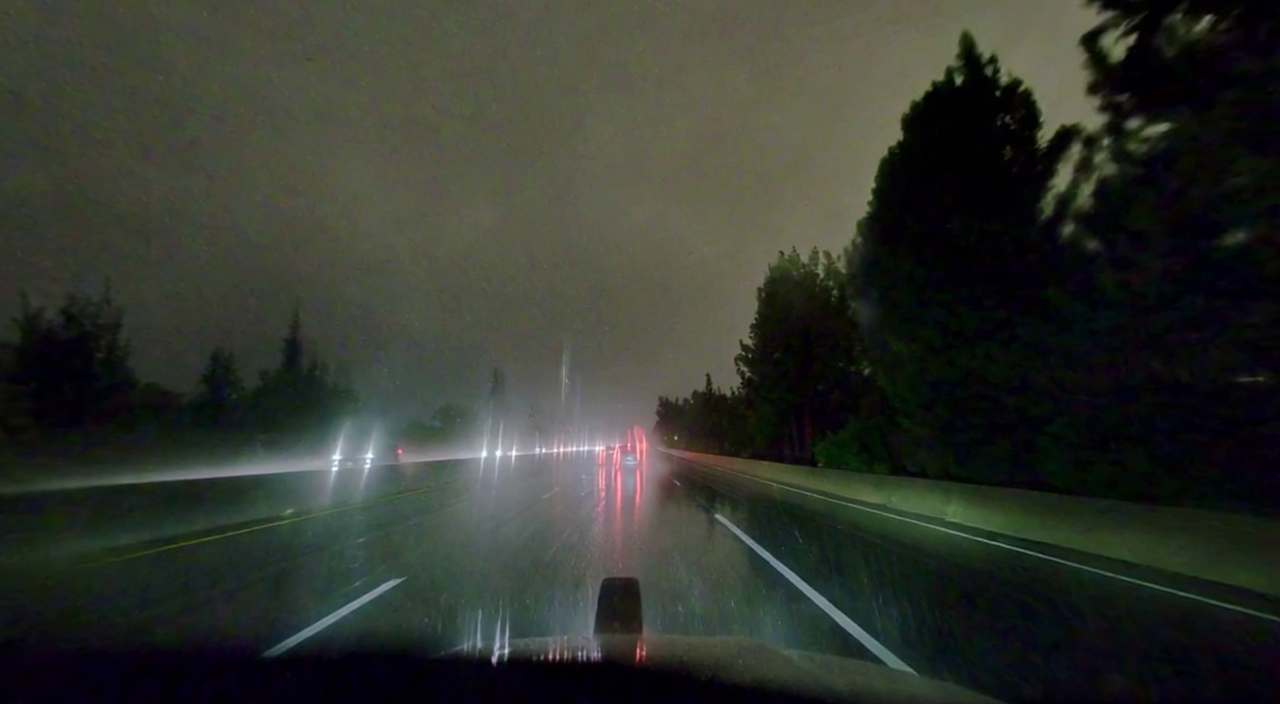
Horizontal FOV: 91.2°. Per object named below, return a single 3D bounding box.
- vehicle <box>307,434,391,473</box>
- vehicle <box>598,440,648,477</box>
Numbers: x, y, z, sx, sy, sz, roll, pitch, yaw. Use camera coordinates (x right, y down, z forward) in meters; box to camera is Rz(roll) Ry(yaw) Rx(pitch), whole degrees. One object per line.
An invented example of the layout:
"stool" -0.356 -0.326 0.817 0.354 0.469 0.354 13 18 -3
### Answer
"vehicle" -13.087 4.592 28.524 1.880 1.621 4.124 0 -9 -1
"vehicle" -0.739 4.800 28.458 2.095 1.537 4.017 0 -9 -1
